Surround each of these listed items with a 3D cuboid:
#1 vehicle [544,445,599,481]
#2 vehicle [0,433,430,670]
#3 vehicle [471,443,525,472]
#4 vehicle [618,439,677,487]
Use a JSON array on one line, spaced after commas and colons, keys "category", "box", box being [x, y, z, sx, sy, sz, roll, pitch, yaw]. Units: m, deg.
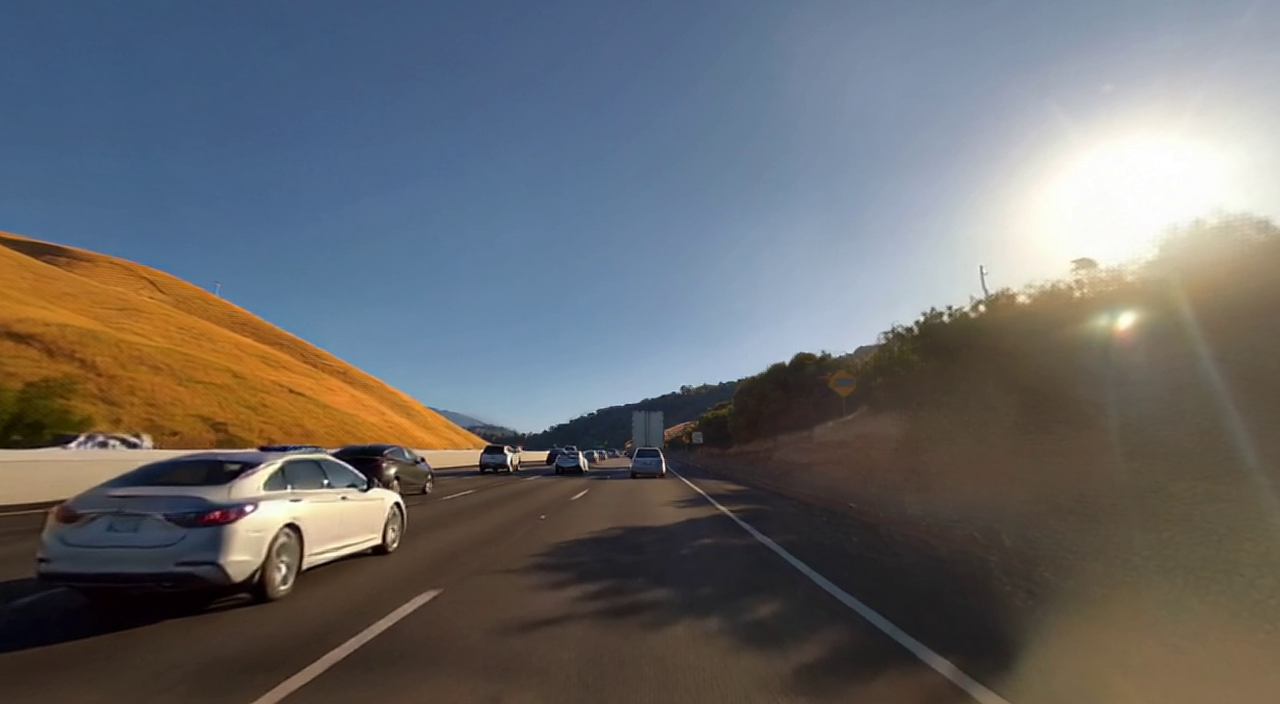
[{"category": "vehicle", "box": [-3.428, 5.661, 32.340, 2.155, 1.661, 4.477, 0, -9, 2]}, {"category": "vehicle", "box": [-3.905, 1.616, 6.336, 1.943, 1.468, 4.547, 1, -9, 1]}, {"category": "vehicle", "box": [-10.649, 7.985, 47.875, 2.421, 2.025, 6.236, 0, -9, 2]}, {"category": "vehicle", "box": [0.303, 4.670, 26.772, 2.281, 1.795, 4.297, 1, -9, 0]}]
